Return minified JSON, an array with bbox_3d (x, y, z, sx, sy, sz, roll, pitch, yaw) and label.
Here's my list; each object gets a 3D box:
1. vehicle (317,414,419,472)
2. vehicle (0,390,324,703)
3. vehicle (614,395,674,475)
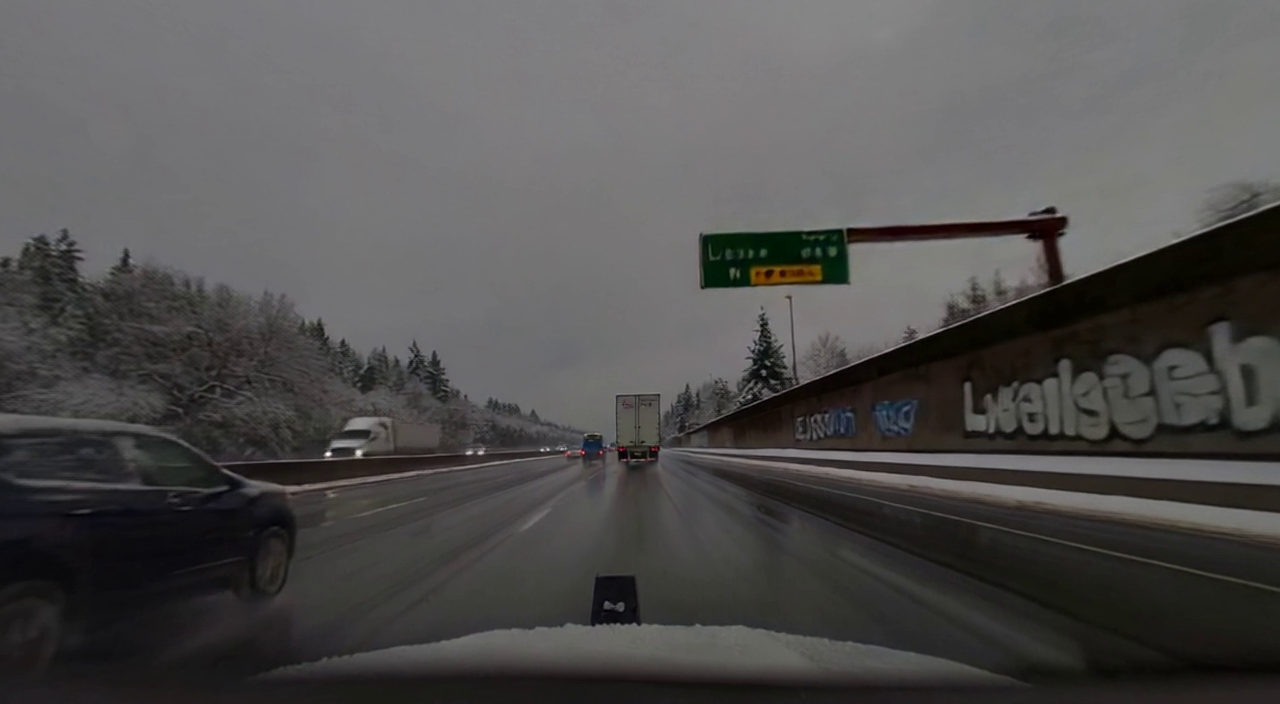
[{"bbox_3d":[-19.611,6.768,46.120,2.992,3.750,9.993,0,-9,0],"label":"vehicle"},{"bbox_3d":[-3.694,1.023,3.084,2.158,1.538,4.047,0,-9,0],"label":"vehicle"},{"bbox_3d":[0.032,5.077,37.453,3.042,4.023,10.832,0,-9,-2],"label":"vehicle"}]
